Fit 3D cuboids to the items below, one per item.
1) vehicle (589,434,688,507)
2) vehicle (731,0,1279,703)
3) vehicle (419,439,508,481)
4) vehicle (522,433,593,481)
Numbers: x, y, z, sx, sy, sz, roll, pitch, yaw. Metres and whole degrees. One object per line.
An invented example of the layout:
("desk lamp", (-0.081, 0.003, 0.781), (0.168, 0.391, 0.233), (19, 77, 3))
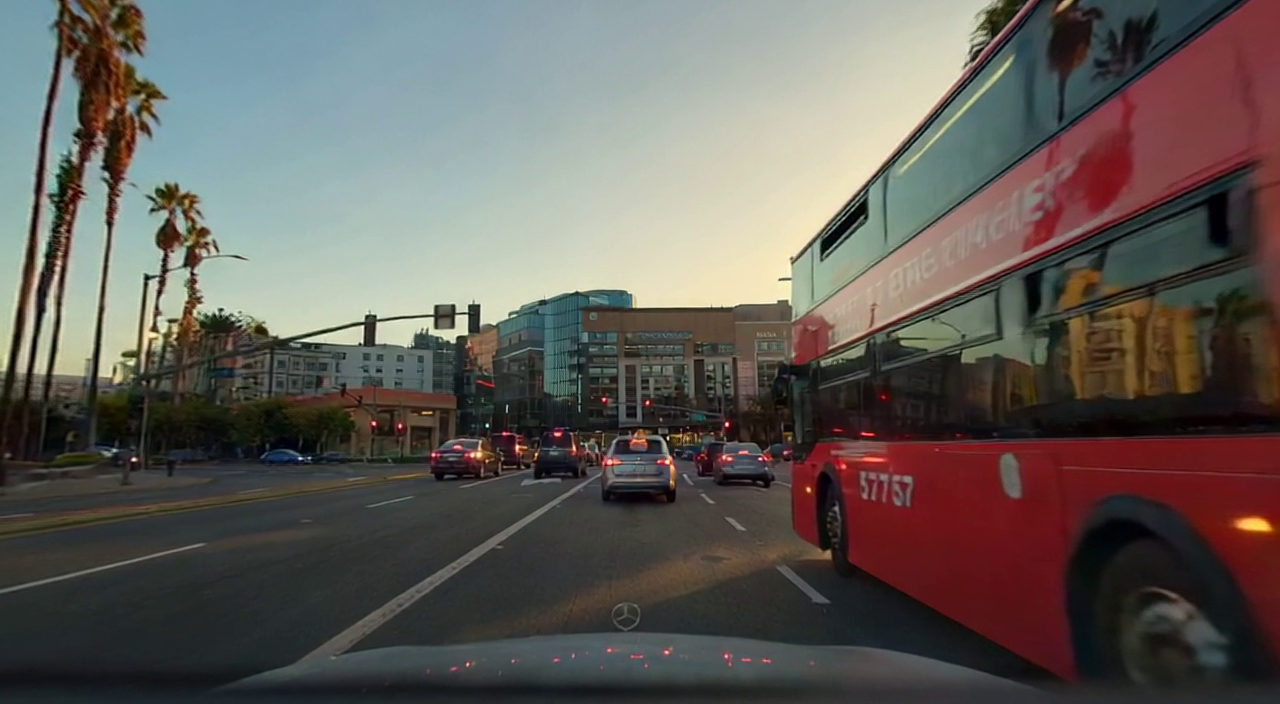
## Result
("vehicle", (-0.021, 2.762, 15.111), (2.060, 1.499, 3.831), (0, -9, 0))
("vehicle", (3.579, 0.395, 7.820), (2.970, 4.015, 13.606), (0, -9, 0))
("vehicle", (-6.799, 4.209, 24.907), (1.927, 1.480, 4.832), (-1, -9, 2))
("vehicle", (-3.146, 4.110, 25.004), (2.020, 1.721, 4.366), (-1, -9, 2))
